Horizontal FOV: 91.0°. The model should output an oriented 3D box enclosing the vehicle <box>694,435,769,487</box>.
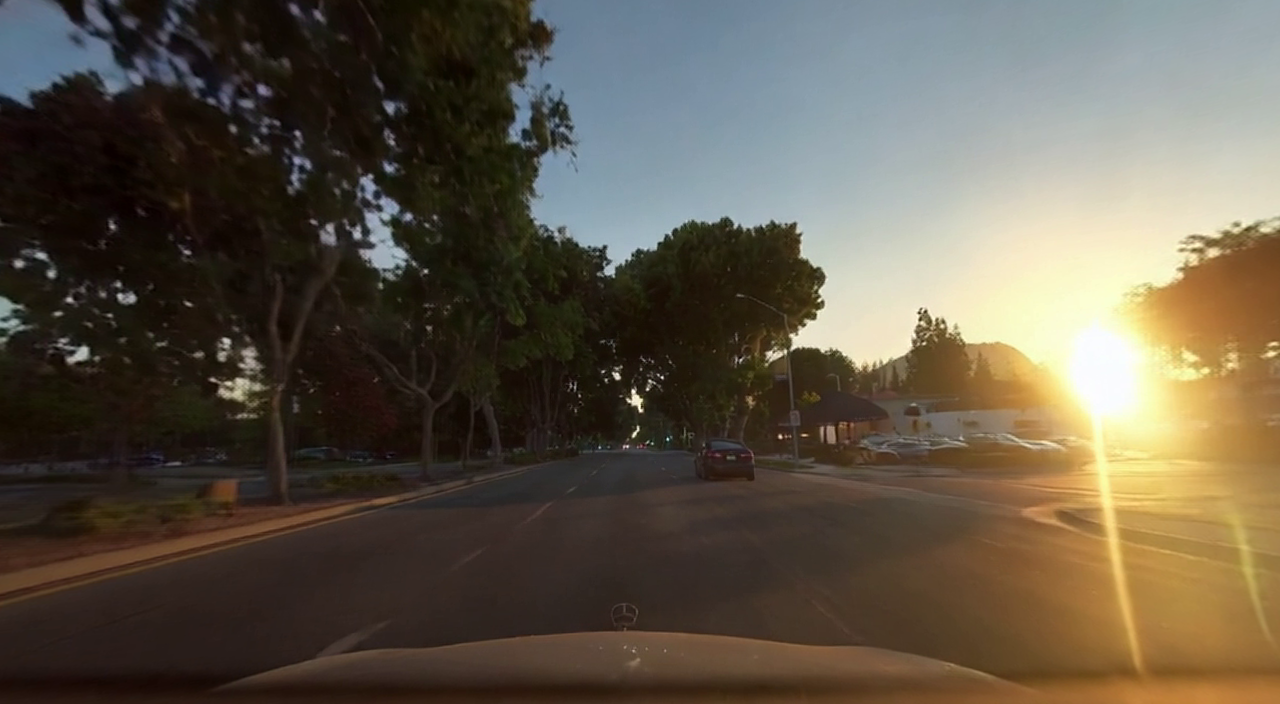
[{"bbox_3d":[3.292,4.029,23.615,2.083,1.743,4.354,0,-8,-1],"label":"vehicle"}]
